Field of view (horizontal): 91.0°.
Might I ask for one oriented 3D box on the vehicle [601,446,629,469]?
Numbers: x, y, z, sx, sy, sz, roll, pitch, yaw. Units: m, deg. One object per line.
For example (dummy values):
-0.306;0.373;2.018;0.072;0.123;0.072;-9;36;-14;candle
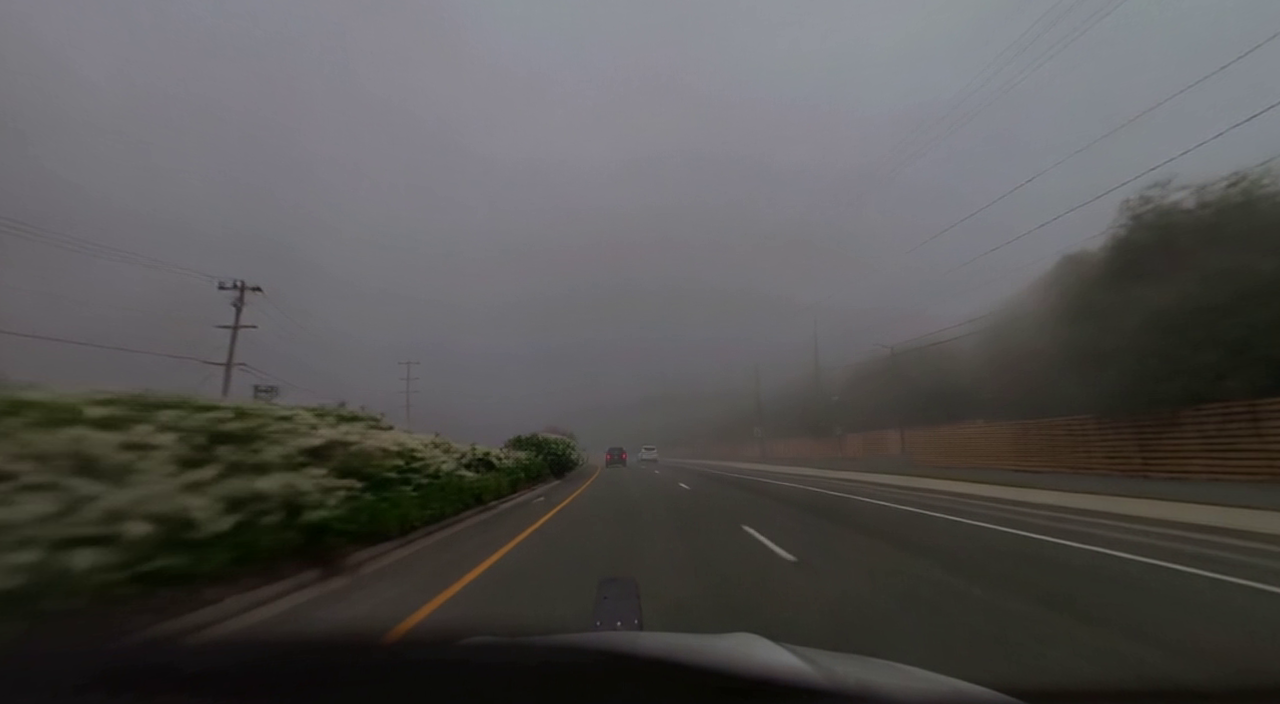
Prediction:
-1.939;8.029;48.242;2.005;1.633;4.044;0;-8;-4;vehicle
